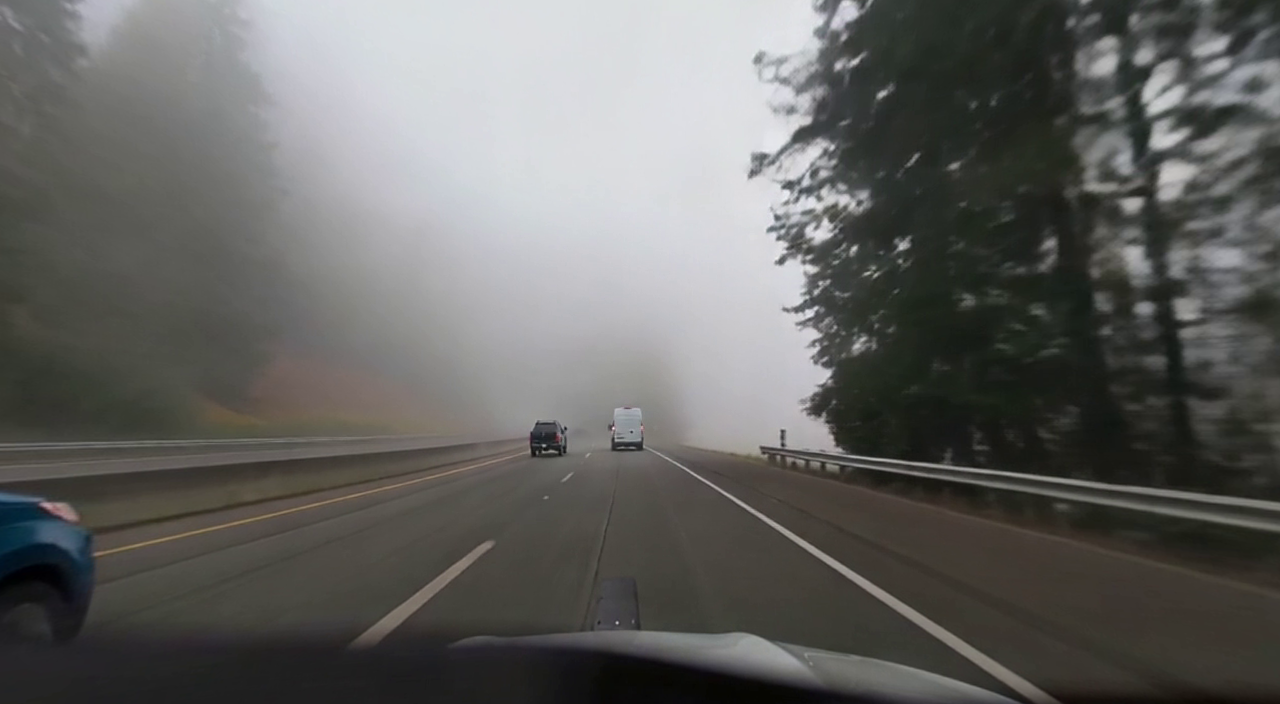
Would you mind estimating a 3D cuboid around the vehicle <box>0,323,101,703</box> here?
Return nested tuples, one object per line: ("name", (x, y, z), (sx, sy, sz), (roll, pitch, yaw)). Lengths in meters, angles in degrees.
("vehicle", (-3.904, 0.495, 0.921), (2.069, 1.751, 4.720), (0, -8, -1))

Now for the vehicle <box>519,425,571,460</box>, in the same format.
("vehicle", (-4.836, 4.684, 32.748), (2.110, 1.636, 4.453), (0, -8, -2))

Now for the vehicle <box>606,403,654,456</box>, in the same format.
("vehicle", (-0.719, 4.714, 38.024), (2.647, 2.896, 6.480), (0, -8, -3))
